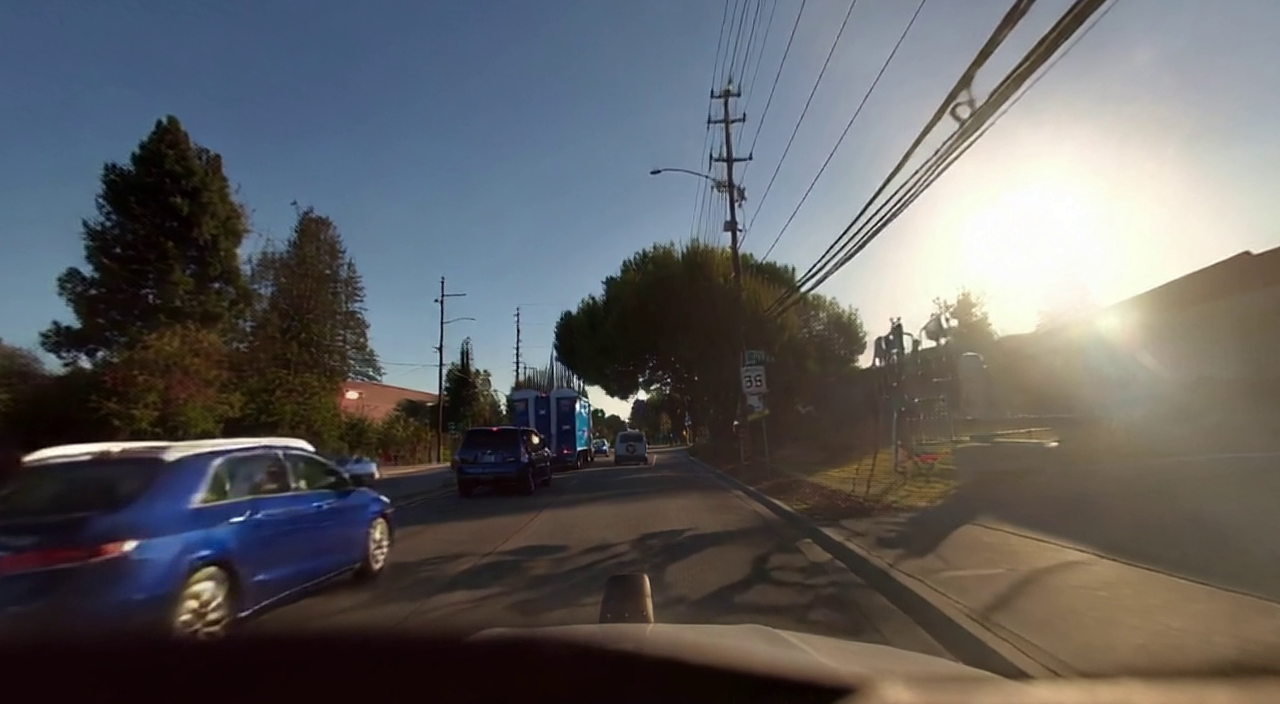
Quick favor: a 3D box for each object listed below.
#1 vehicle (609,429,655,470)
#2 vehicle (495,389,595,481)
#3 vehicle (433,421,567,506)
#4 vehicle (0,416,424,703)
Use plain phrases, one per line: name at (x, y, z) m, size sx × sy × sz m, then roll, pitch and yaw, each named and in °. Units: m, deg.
vehicle at (-0.380, 4.818, 31.162) m, size 2.117 × 1.861 × 4.095 m, roll 0°, pitch -8°, yaw -1°
vehicle at (-3.804, 3.665, 27.490) m, size 3.120 × 3.393 × 7.945 m, roll 0°, pitch -8°, yaw 0°
vehicle at (-3.291, 2.749, 15.958) m, size 2.187 × 1.821 × 4.748 m, roll 0°, pitch -8°, yaw 1°
vehicle at (-3.391, 1.319, 4.710) m, size 1.966 × 1.466 × 4.473 m, roll 0°, pitch -8°, yaw 0°
